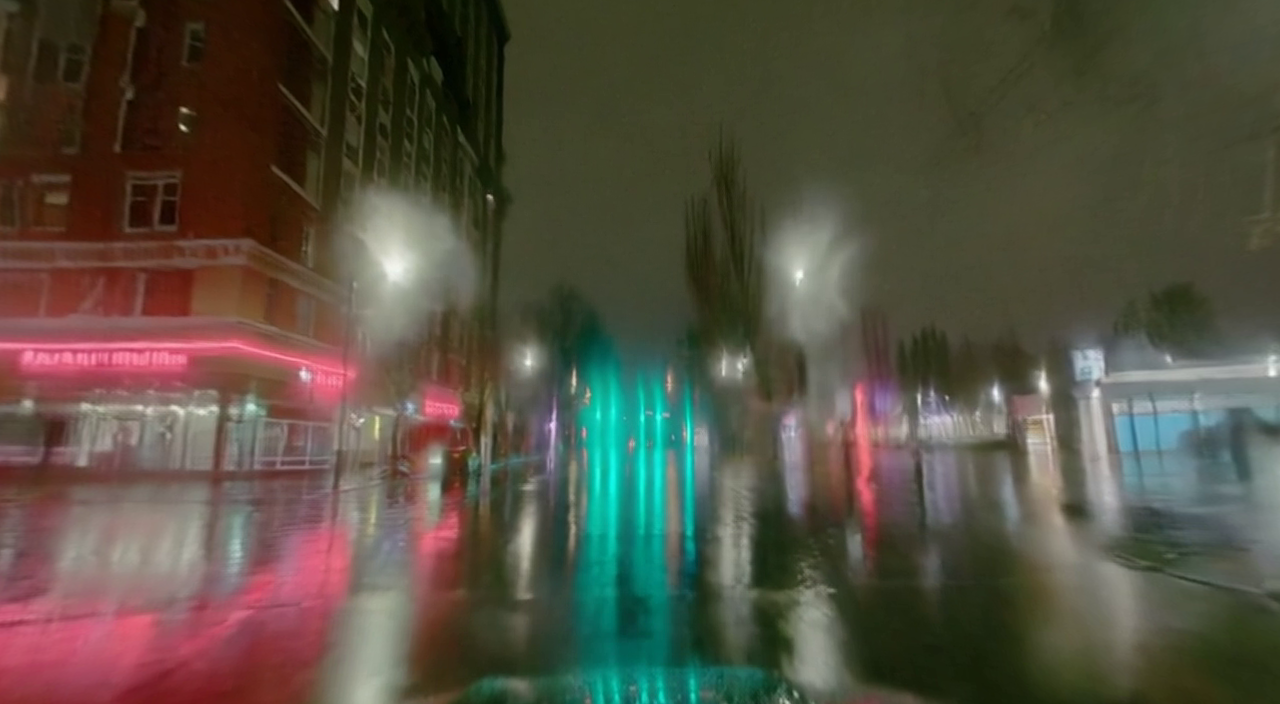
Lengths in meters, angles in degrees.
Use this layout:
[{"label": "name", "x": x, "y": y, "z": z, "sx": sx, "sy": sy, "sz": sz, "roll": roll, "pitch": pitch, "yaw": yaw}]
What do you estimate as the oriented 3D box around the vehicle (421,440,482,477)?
[{"label": "vehicle", "x": -10.616, "y": 5.992, "z": 35.788, "sx": 2.060, "sy": 1.796, "sz": 4.675, "roll": -2, "pitch": -7, "yaw": 0}]
